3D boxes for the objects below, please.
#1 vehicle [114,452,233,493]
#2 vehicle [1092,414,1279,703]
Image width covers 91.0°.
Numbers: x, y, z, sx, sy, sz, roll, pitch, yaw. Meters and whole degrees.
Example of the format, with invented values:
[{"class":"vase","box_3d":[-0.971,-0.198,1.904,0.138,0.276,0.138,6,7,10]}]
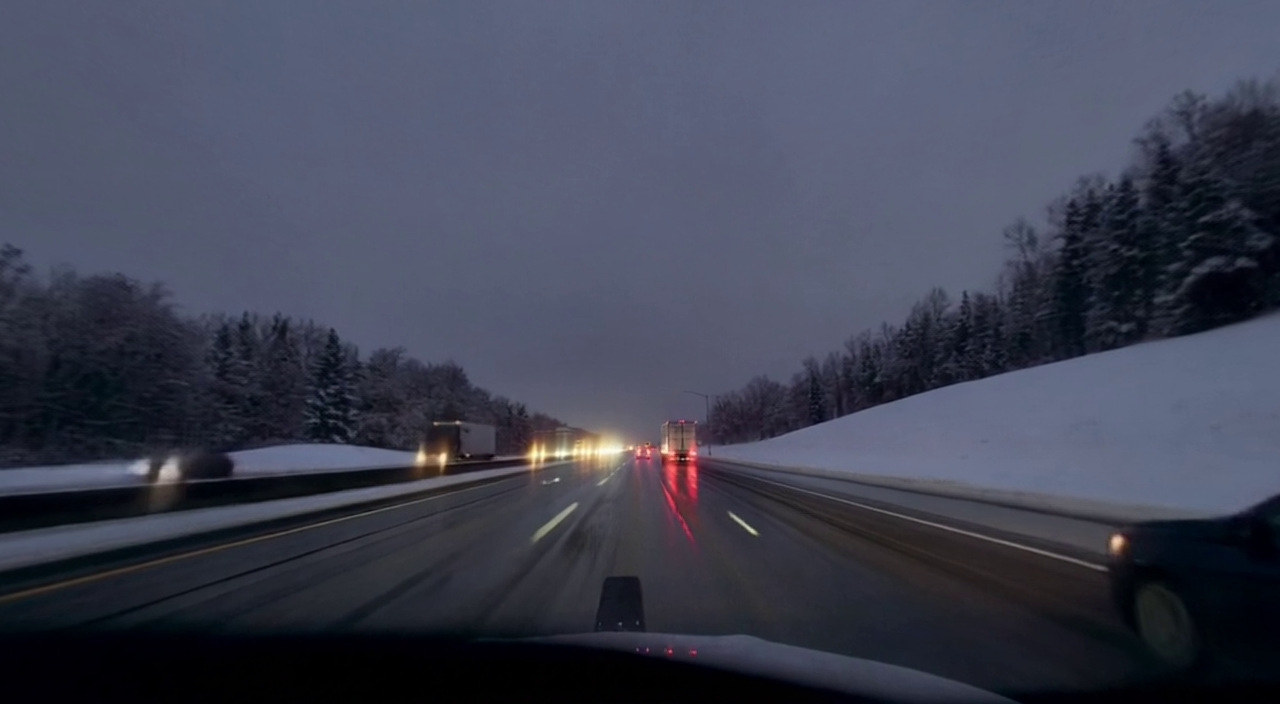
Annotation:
[{"class":"vehicle","box_3d":[-21.349,5.491,29.095,1.966,1.687,4.493,0,-9,1]},{"class":"vehicle","box_3d":[3.675,0.849,1.557,1.976,1.495,4.217,0,-9,0]}]
